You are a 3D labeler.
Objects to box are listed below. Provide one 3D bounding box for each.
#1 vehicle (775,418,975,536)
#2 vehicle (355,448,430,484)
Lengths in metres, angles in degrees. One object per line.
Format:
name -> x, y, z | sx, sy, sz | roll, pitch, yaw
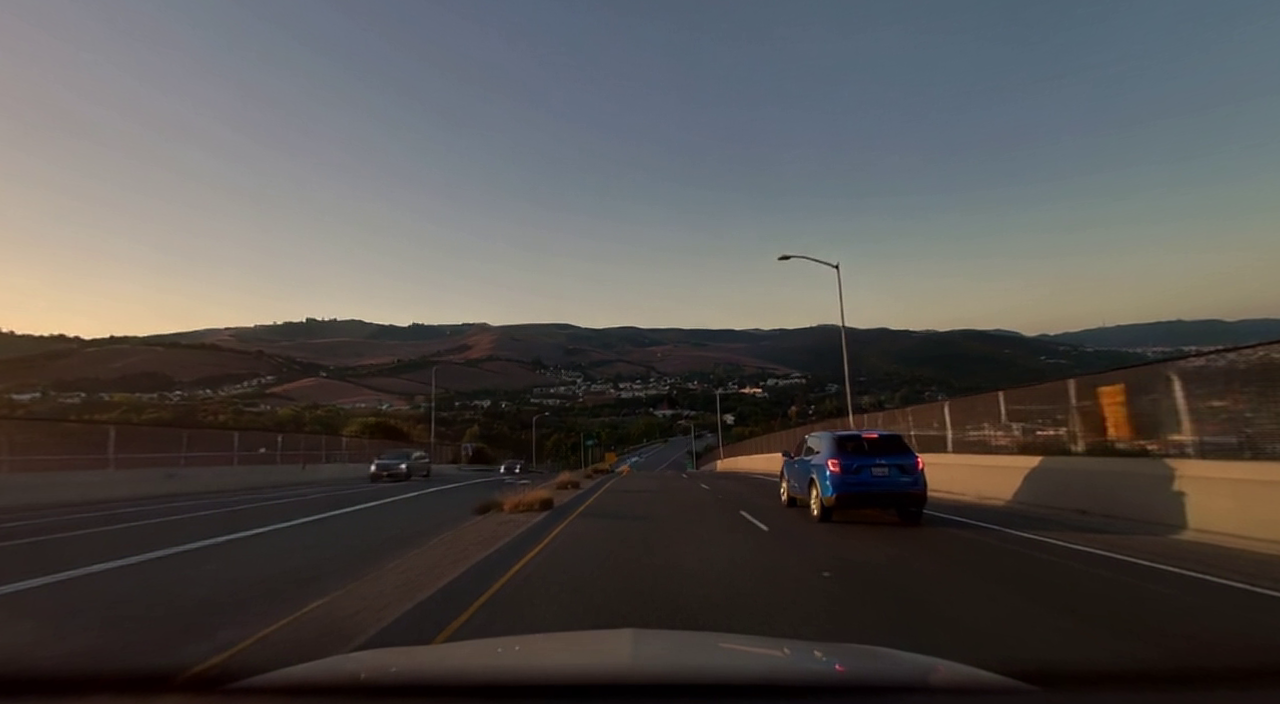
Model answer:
vehicle -> 3.938, 2.160, 11.536 | 1.989, 1.730, 4.324 | 0, -8, 0
vehicle -> -13.779, 6.342, 35.490 | 2.148, 1.850, 4.835 | 0, -8, 1
